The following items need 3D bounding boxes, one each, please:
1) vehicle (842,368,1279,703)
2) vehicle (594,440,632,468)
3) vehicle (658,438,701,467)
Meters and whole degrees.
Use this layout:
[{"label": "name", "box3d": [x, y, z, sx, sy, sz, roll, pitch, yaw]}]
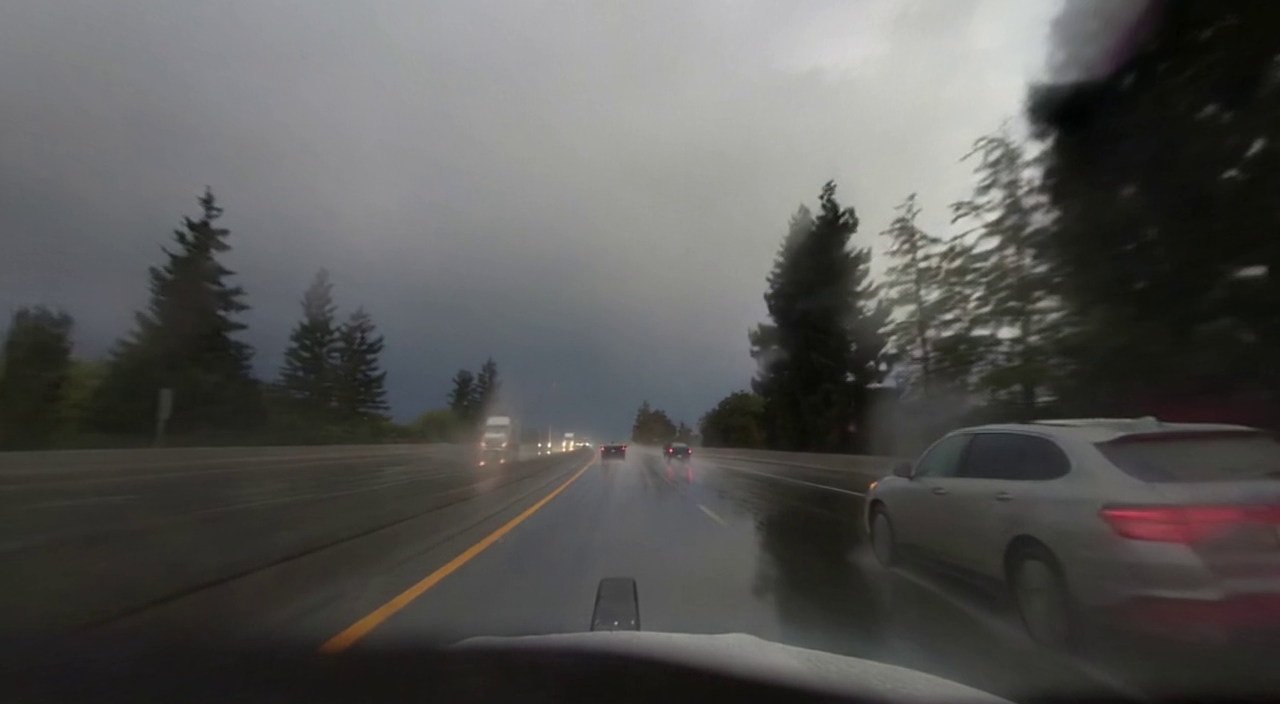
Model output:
[{"label": "vehicle", "box3d": [3.335, 1.139, 4.397, 2.055, 1.566, 5.046, 0, -8, -1]}, {"label": "vehicle", "box3d": [-1.632, 6.147, 38.303, 2.178, 1.559, 4.254, 0, -8, -3]}, {"label": "vehicle", "box3d": [2.229, 5.801, 36.544, 2.146, 1.546, 3.796, 0, -8, -1]}]
